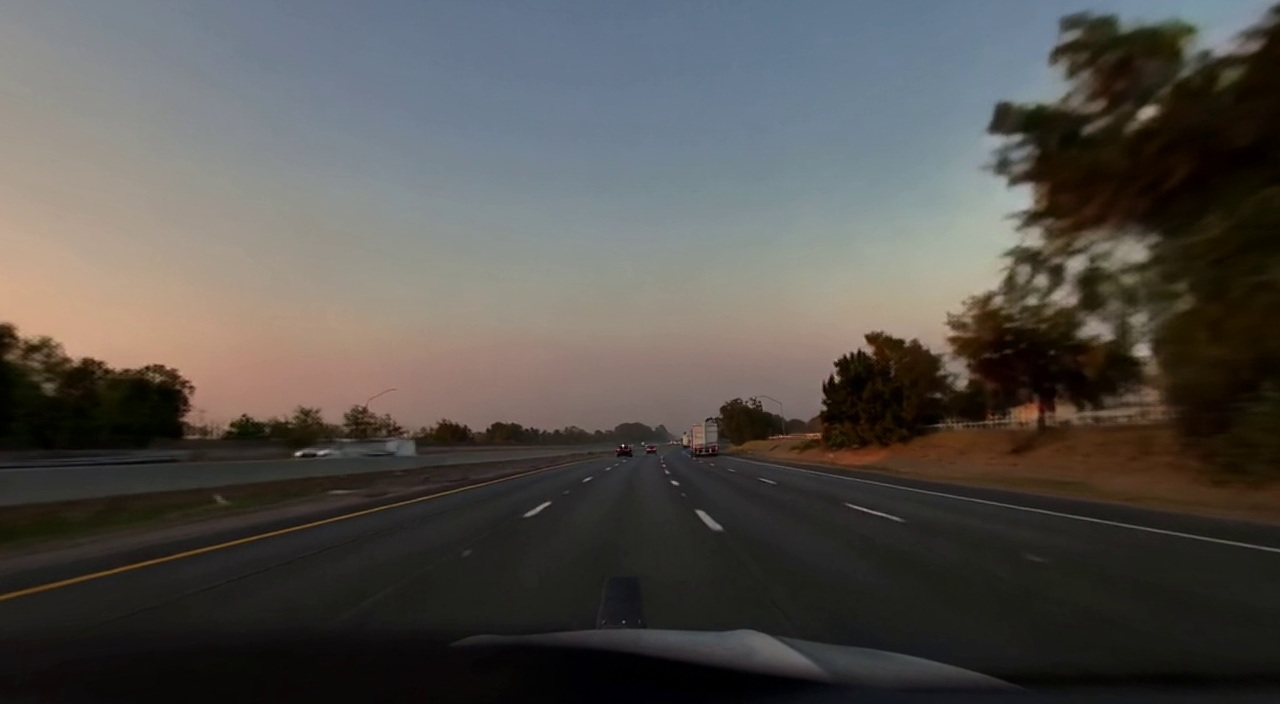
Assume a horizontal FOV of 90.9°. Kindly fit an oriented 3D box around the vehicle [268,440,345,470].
[{"bbox_3d":[-24.246,7.502,46.152,2.483,2.062,5.625,0,-9,0],"label":"vehicle"}]
